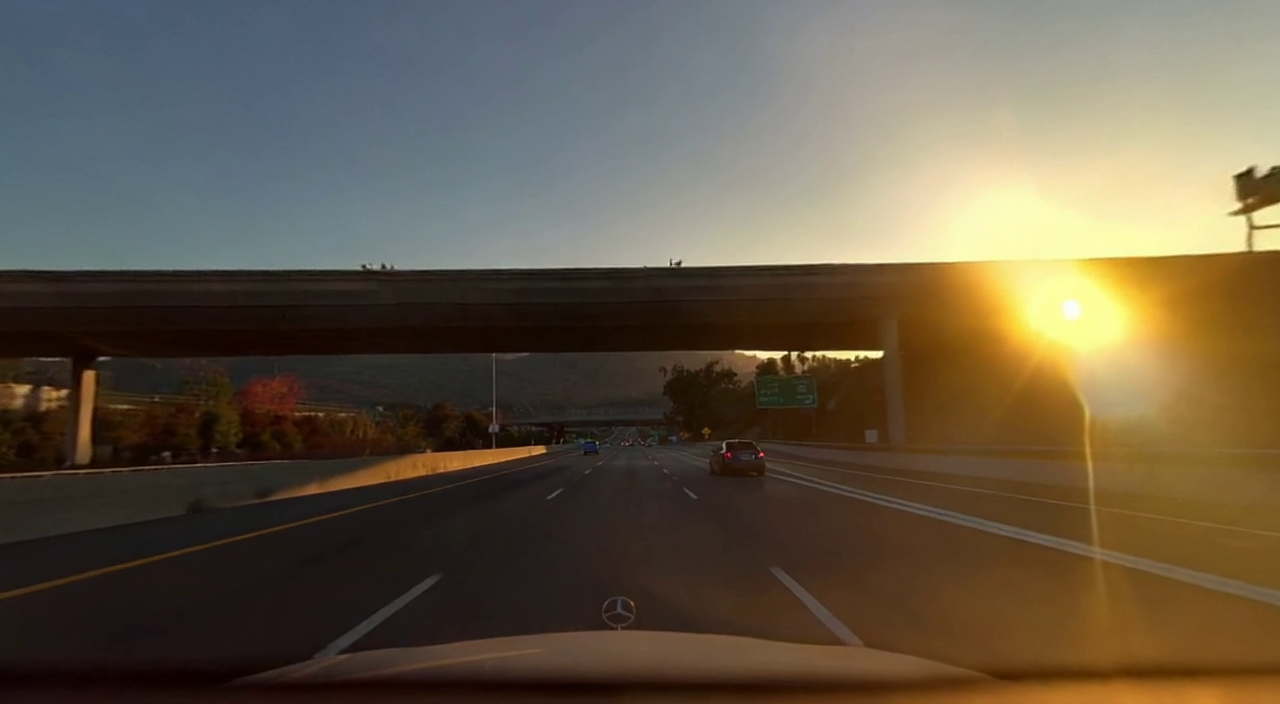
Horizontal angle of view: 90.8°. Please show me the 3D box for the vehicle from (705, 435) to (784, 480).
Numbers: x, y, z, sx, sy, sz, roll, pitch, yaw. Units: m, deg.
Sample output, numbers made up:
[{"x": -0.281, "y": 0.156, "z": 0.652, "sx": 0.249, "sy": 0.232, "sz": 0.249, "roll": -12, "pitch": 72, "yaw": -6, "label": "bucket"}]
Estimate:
[{"x": 3.789, "y": 3.920, "z": 23.658, "sx": 2.060, "sy": 1.485, "sz": 4.274, "roll": 0, "pitch": -9, "yaw": -2, "label": "vehicle"}]
